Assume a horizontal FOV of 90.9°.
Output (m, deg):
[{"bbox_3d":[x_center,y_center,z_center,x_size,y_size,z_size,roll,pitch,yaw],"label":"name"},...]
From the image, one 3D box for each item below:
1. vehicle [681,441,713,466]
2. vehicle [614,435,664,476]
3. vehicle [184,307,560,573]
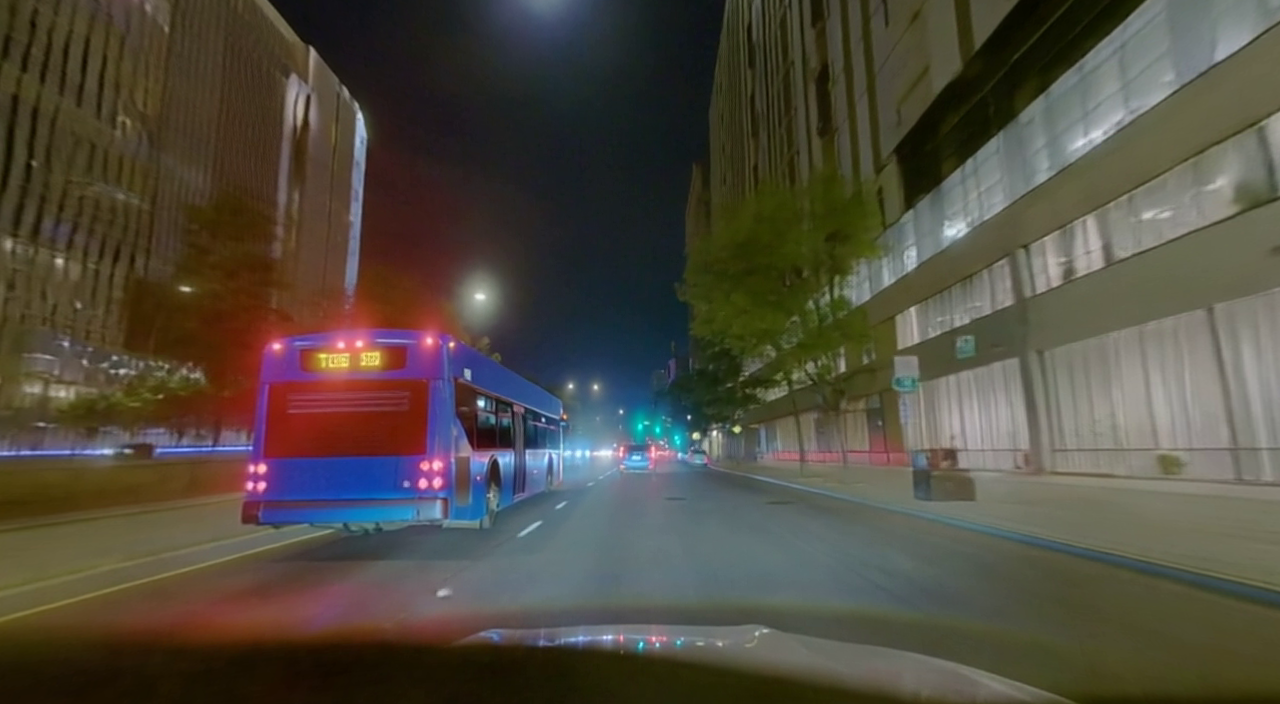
[{"bbox_3d":[4.331,7.796,48.588,2.138,1.787,4.522,0,-8,2],"label":"vehicle"},{"bbox_3d":[-0.020,4.664,28.622,2.120,1.727,3.917,0,-8,1],"label":"vehicle"},{"bbox_3d":[-3.472,1.418,11.269,2.920,2.884,8.588,1,-6,0],"label":"vehicle"}]
